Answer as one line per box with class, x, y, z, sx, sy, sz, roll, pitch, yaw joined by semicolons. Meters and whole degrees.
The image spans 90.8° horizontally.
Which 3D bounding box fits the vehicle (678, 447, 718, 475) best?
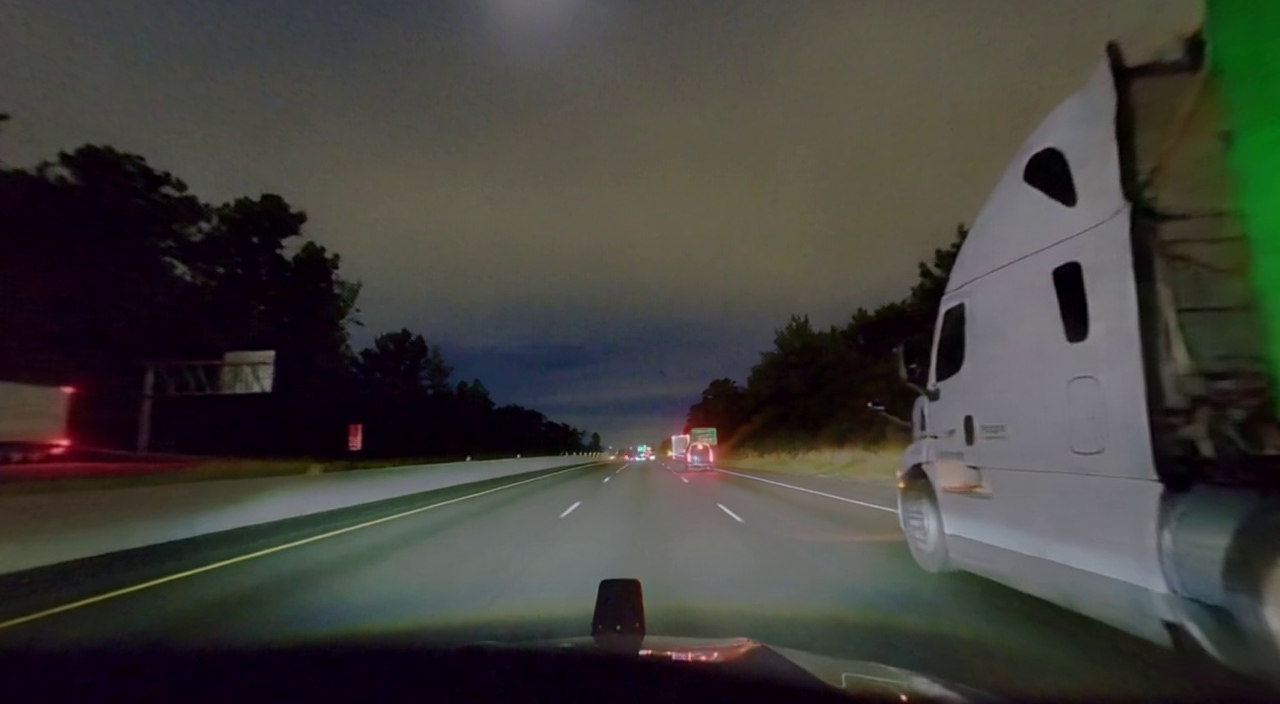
vehicle;3.475;6.587;38.429;2.019;1.601;3.953;0;-9;0
